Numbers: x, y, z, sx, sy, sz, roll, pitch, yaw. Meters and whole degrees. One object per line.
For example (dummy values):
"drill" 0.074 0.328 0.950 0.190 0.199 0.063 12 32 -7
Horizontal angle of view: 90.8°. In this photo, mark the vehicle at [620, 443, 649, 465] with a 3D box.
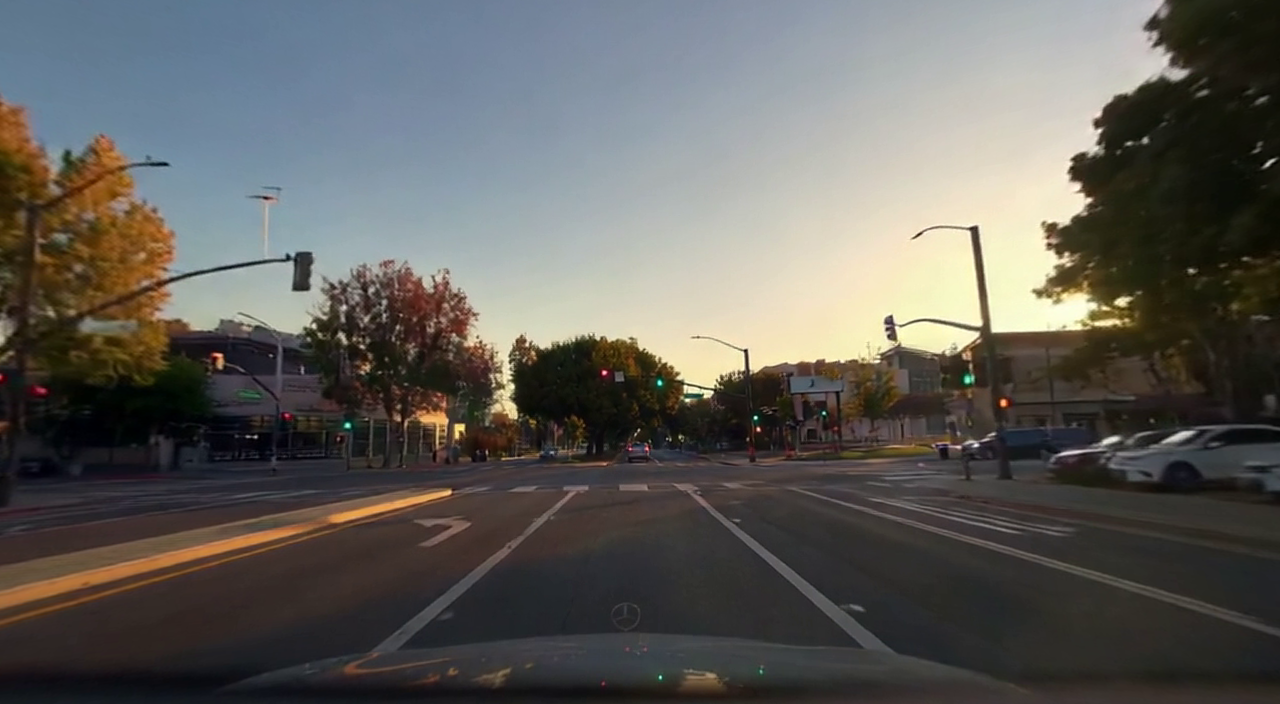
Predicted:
"vehicle" -0.439 7.376 46.008 2.045 1.510 3.690 0 -8 -1

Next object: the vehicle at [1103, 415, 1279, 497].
"vehicle" 13.491 2.320 14.251 4.347 1.682 2.098 -3 -9 18
